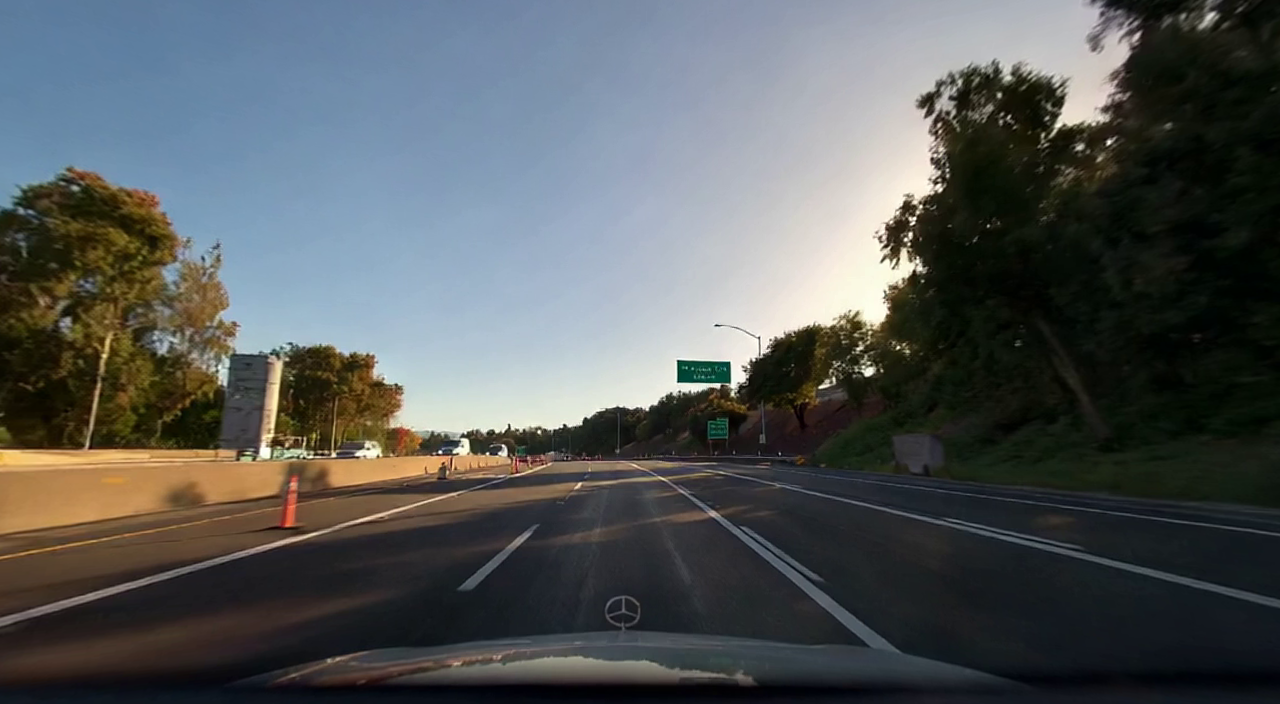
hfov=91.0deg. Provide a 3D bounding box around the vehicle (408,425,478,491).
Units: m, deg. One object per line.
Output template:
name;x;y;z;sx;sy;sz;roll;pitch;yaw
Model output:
vehicle;-8.111;4.362;26.233;1.925;2.542;3.048;0;-8;-1

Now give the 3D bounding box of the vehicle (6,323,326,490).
vehicle;-14.881;2.179;21.207;4.494;4.430;7.701;3;-11;-2

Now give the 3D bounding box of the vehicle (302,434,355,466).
vehicle;-18.752;5.908;38.019;1.722;1.835;3.286;0;-9;-5
